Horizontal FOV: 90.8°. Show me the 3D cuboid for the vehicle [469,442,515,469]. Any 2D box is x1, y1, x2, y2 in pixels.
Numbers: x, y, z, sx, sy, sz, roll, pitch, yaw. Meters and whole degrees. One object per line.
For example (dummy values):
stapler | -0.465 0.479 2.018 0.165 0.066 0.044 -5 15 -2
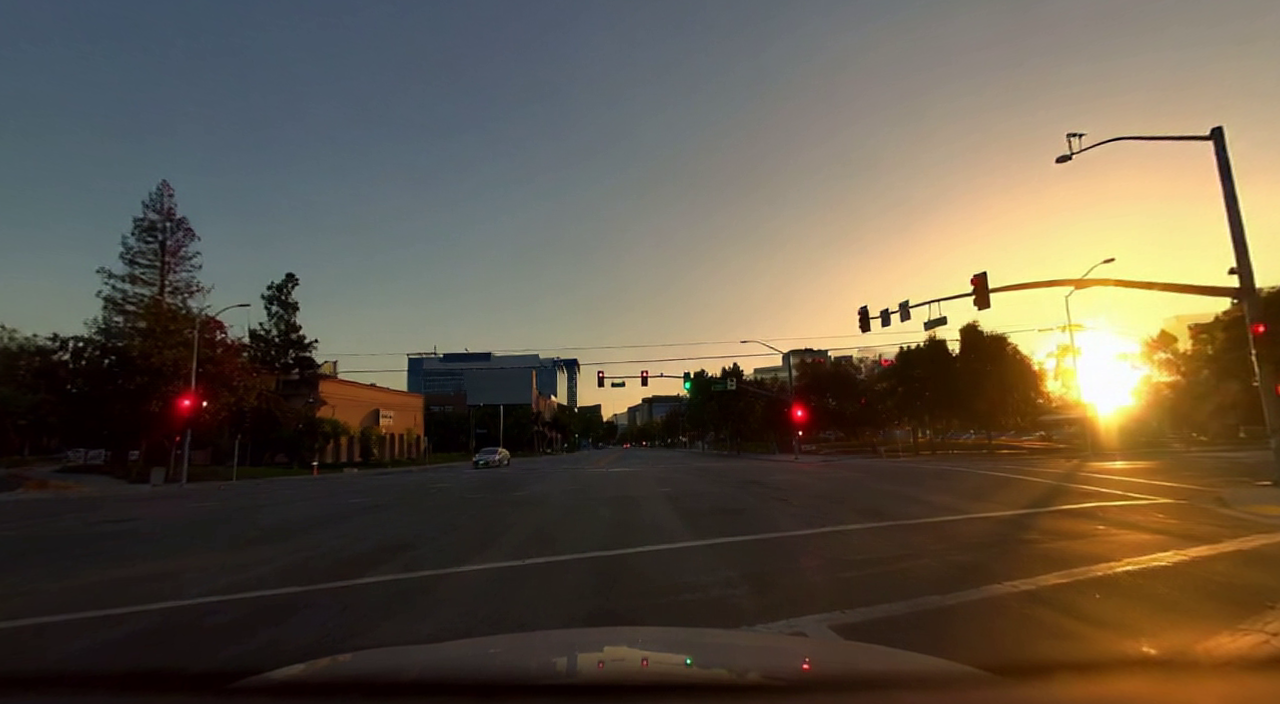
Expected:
vehicle | -9.728 6.800 41.791 1.988 1.692 4.412 0 -8 0
